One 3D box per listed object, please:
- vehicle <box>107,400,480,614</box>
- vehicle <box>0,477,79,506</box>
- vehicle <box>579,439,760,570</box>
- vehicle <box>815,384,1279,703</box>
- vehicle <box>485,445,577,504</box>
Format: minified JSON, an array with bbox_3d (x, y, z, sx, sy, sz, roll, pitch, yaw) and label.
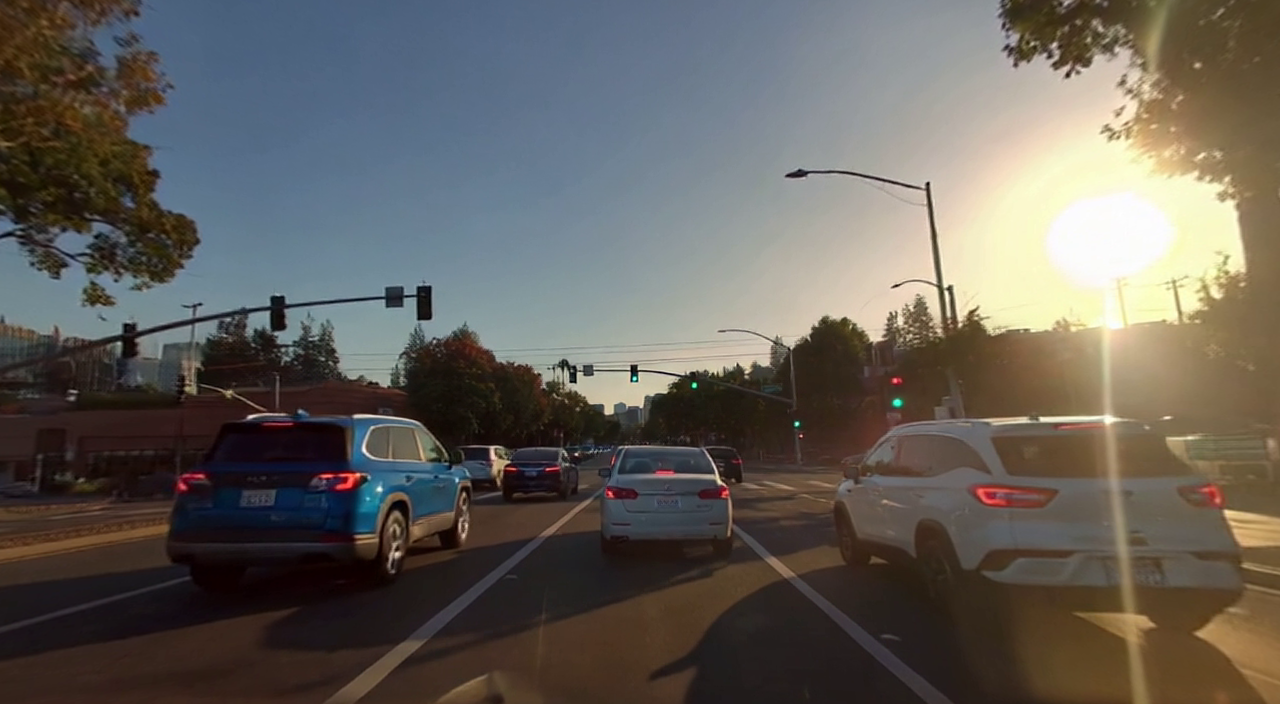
[{"bbox_3d":[-3.446,1.605,7.439,1.889,1.767,4.289,0,-8,1],"label":"vehicle"},{"bbox_3d":[-35.099,7.898,35.755,4.401,1.464,1.980,0,-8,2],"label":"vehicle"},{"bbox_3d":[0.292,2.026,9.134,2.051,1.460,3.932,0,-8,-1],"label":"vehicle"},{"bbox_3d":[3.175,1.382,5.749,1.880,1.747,4.500,0,-8,1],"label":"vehicle"},{"bbox_3d":[-3.029,3.493,18.374,1.868,1.516,4.114,0,-8,1],"label":"vehicle"}]
